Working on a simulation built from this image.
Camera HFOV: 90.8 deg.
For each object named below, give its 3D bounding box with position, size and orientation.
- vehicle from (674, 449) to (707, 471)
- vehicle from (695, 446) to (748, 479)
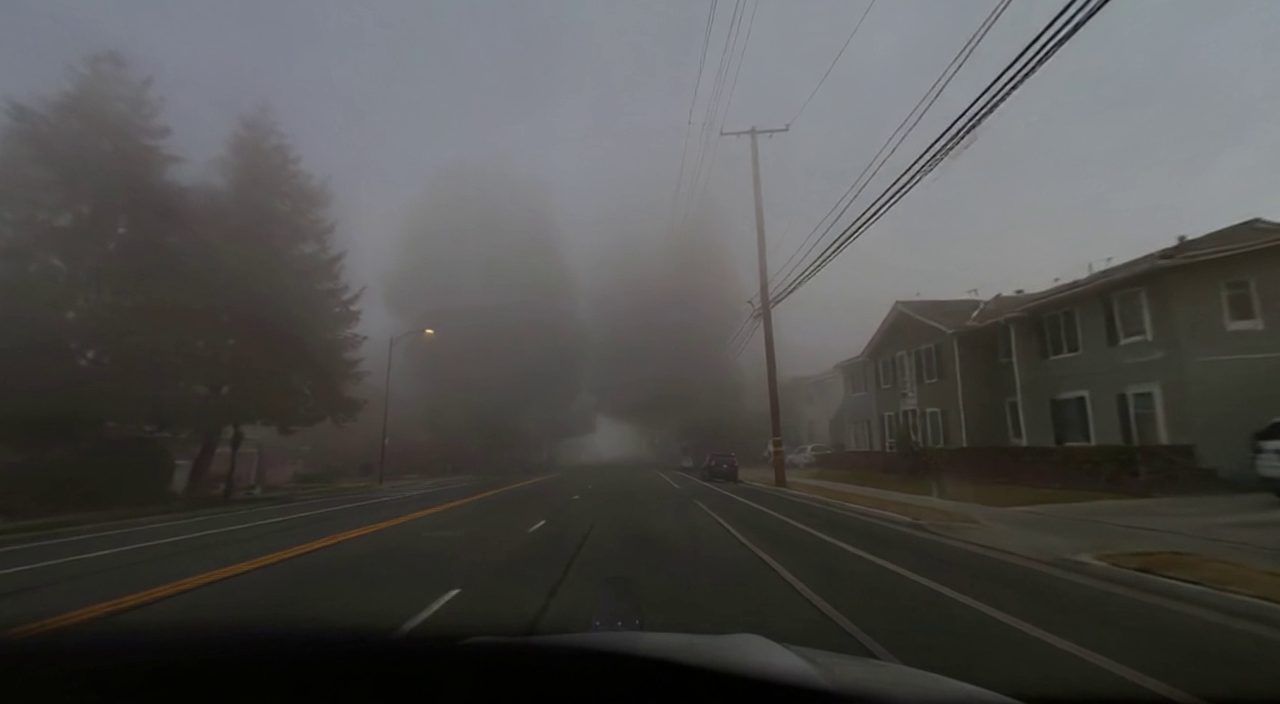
[{"bbox_3d":[3.868,8.347,49.009,1.938,1.464,4.390,0,-8,-4],"label":"vehicle"},{"bbox_3d":[4.177,5.770,33.160,1.971,1.558,4.895,0,-10,-2],"label":"vehicle"}]
